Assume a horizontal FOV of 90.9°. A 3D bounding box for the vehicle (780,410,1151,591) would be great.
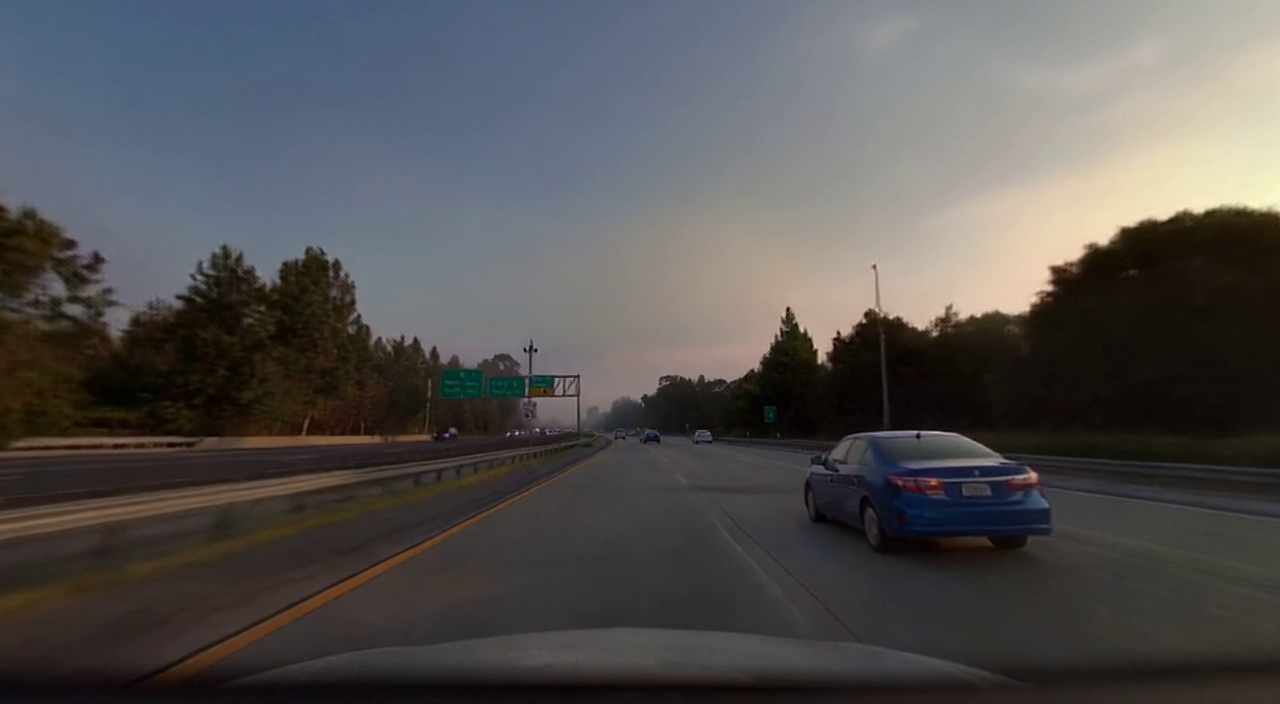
[{"bbox_3d":[3.099,1.486,7.240,1.977,1.443,4.225,0,-8,-1],"label":"vehicle"}]
